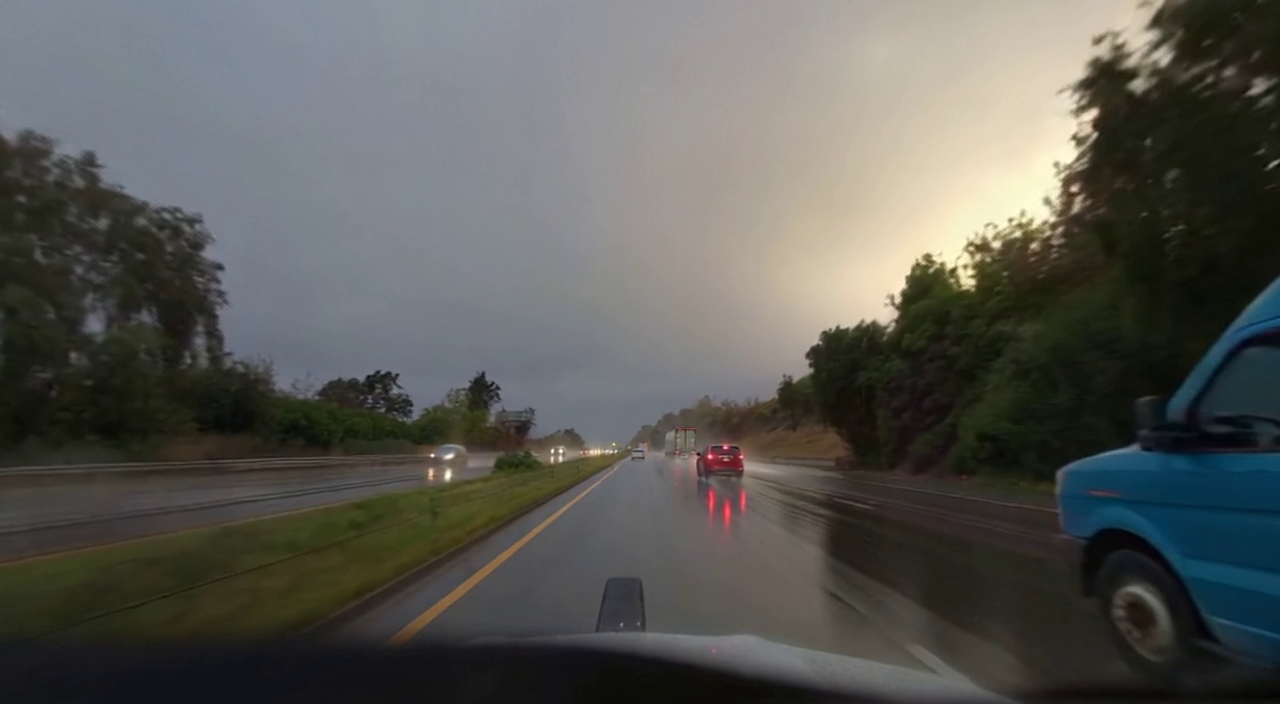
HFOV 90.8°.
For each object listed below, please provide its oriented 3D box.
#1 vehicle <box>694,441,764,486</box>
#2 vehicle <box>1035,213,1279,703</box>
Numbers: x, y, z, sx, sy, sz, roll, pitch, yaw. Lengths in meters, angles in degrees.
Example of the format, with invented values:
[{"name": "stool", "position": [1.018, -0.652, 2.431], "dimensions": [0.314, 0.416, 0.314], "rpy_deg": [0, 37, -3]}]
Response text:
[{"name": "vehicle", "position": [3.537, 4.561, 26.115], "dimensions": [2.130, 1.658, 4.537], "rpy_deg": [0, -9, -1]}, {"name": "vehicle", "position": [3.814, 0.401, 1.536], "dimensions": [2.242, 2.285, 5.233], "rpy_deg": [0, -9, 0]}]
